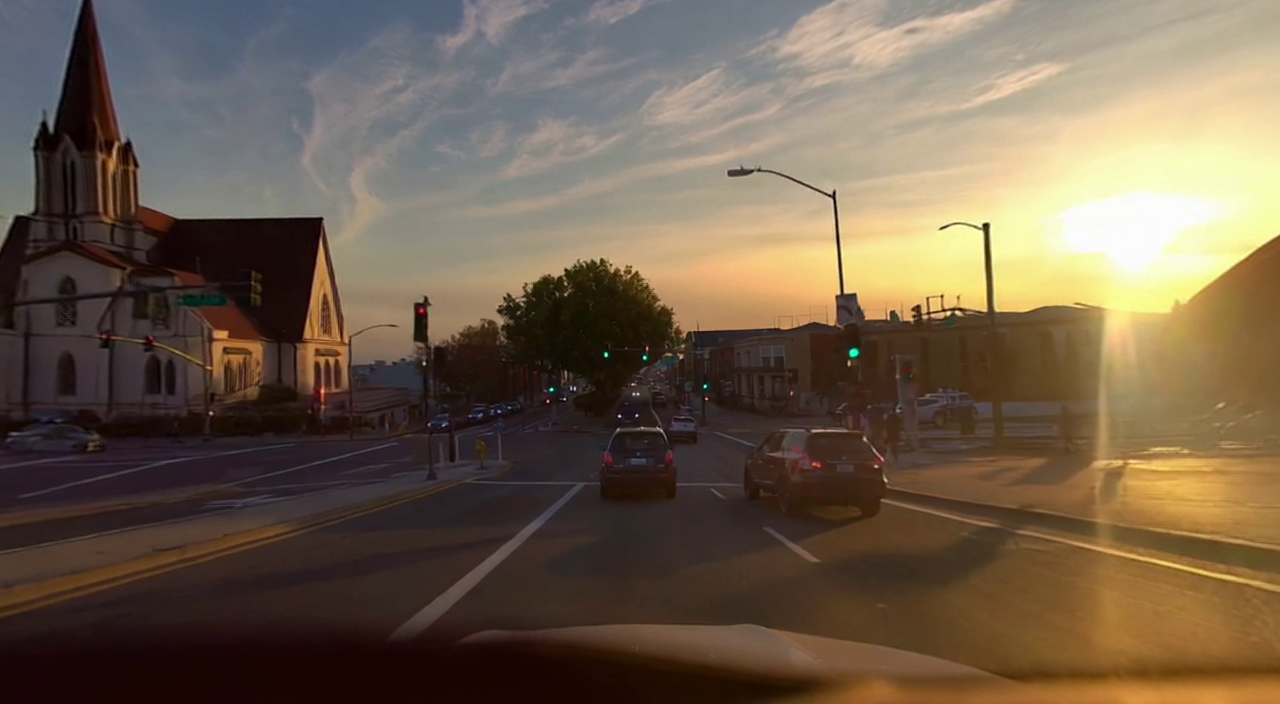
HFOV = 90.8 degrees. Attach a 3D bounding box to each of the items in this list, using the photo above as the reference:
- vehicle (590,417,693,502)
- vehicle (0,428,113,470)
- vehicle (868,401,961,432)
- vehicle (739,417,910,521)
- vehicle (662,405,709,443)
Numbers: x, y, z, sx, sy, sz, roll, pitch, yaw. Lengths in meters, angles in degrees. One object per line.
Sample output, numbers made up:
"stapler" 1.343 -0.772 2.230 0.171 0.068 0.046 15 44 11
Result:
"vehicle" 0.048 2.591 15.548 2.168 1.776 4.135 0 -8 0
"vehicle" -30.481 4.929 32.318 4.955 1.828 2.268 0 -3 -3
"vehicle" 16.432 3.876 37.968 4.512 1.734 2.143 -1 -6 -5
"vehicle" 3.540 2.359 13.229 2.080 1.735 4.650 1 -8 -1
"vehicle" 2.635 4.225 37.799 2.228 1.922 5.335 0 -3 -2
